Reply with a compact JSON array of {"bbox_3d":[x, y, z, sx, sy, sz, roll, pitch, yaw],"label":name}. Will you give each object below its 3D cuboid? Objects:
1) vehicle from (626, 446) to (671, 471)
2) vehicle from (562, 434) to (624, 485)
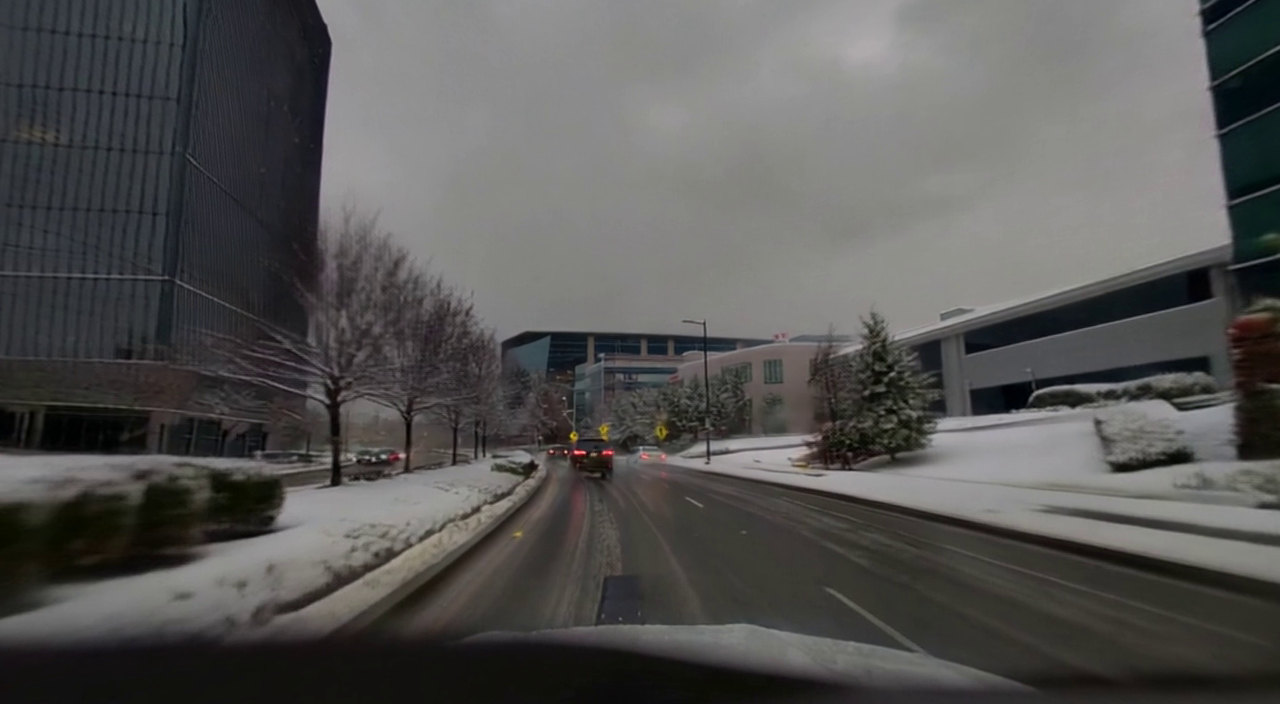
[{"bbox_3d":[0.474,6.783,40.430,2.116,1.506,4.355,2,-9,-10],"label":"vehicle"},{"bbox_3d":[-1.908,4.176,24.688,2.173,1.761,4.374,1,-9,-6],"label":"vehicle"}]
